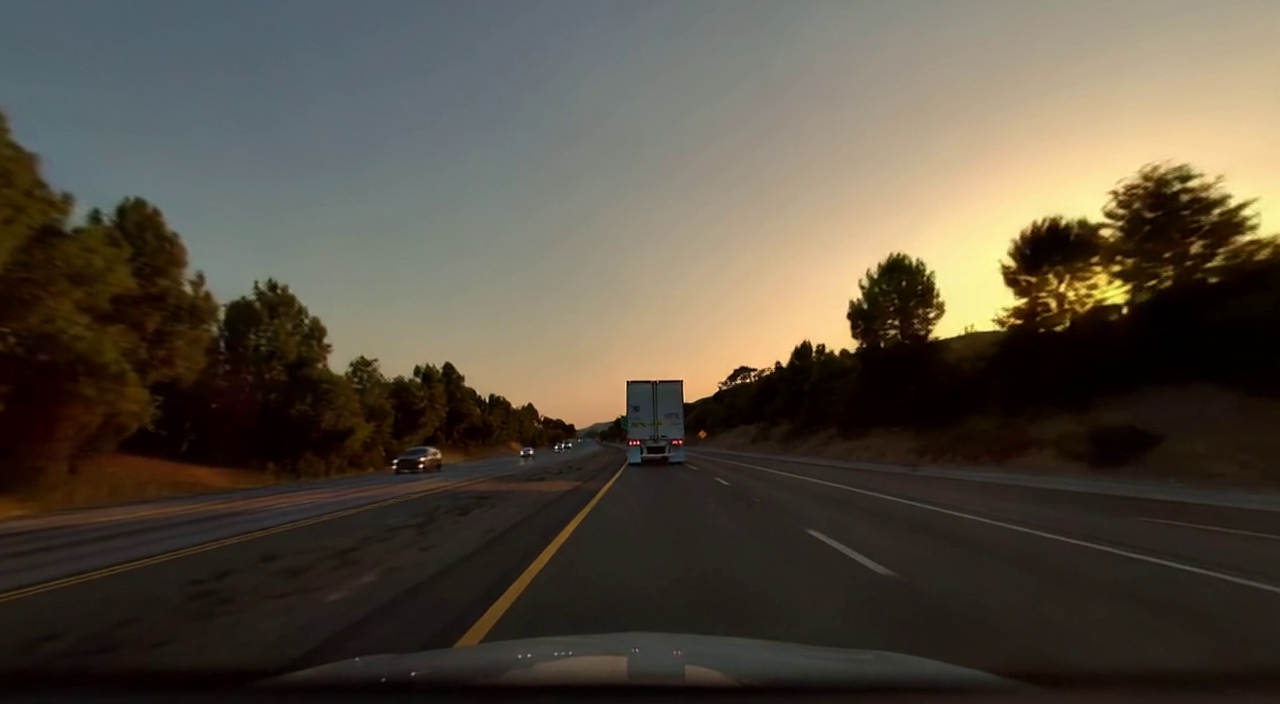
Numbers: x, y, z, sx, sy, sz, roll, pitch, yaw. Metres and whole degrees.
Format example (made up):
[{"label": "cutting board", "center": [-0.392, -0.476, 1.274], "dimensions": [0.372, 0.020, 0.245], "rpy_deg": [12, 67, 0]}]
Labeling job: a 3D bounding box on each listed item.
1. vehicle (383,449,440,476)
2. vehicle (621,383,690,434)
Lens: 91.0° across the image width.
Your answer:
[{"label": "vehicle", "center": [-14.739, 7.145, 40.871], "dimensions": [1.879, 1.561, 4.681], "rpy_deg": [0, -8, 1]}, {"label": "vehicle", "center": [0.527, 2.467, 26.423], "dimensions": [2.509, 1.890, 4.732], "rpy_deg": [0, -8, -4]}]
